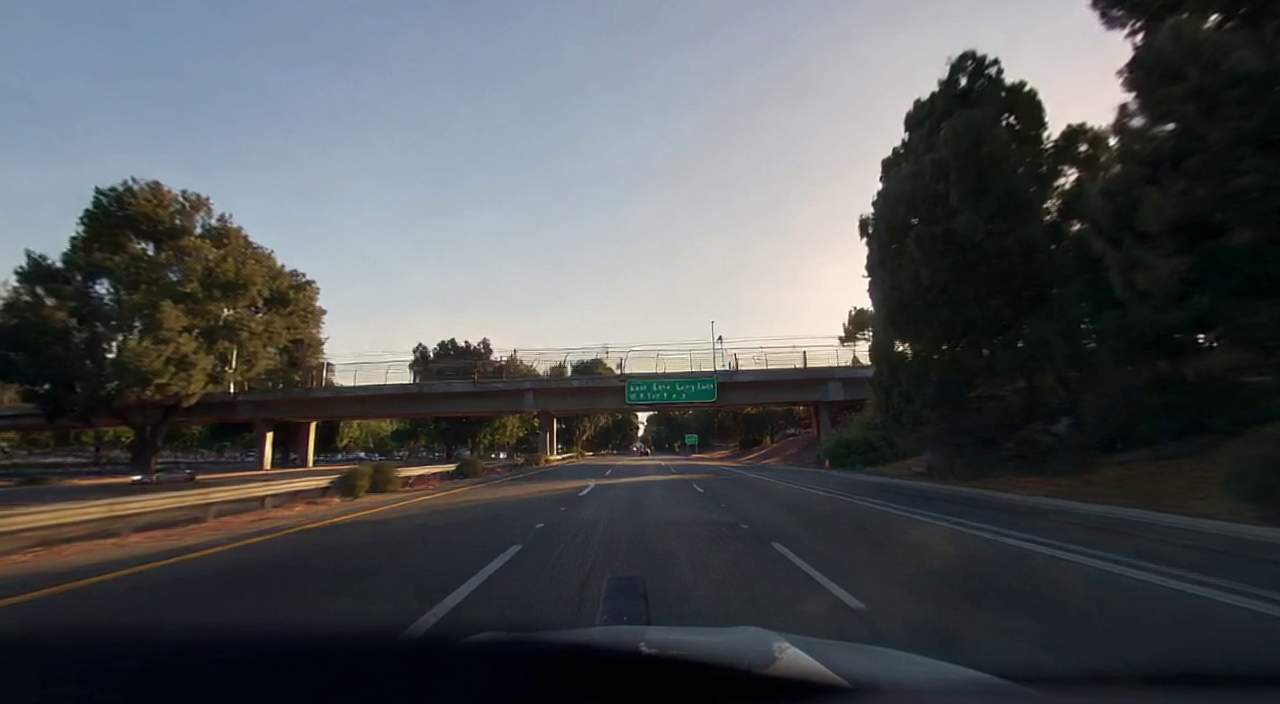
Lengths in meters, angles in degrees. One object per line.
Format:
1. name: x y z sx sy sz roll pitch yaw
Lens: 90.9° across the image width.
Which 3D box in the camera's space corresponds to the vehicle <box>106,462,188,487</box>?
1. vehicle: -31.832 7.918 40.888 1.786 1.420 4.293 0 -8 1
